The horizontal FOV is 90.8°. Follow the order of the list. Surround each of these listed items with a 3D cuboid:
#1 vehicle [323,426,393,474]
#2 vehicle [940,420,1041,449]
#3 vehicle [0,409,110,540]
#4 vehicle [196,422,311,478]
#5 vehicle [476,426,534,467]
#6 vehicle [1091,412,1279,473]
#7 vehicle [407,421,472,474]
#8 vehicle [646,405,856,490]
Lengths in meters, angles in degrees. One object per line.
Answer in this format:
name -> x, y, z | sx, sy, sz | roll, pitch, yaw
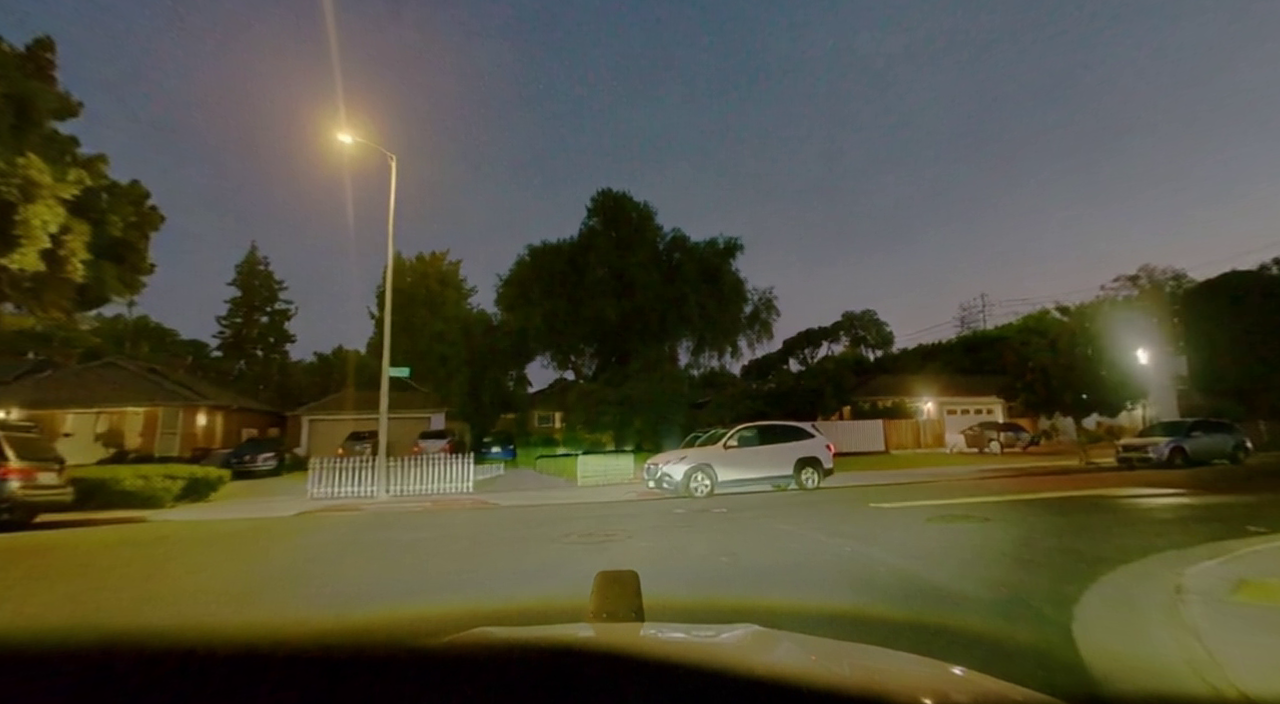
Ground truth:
vehicle -> -12.391, 4.356, 28.113 | 2.391, 1.894, 5.075 | 3, -10, -19
vehicle -> 20.028, 4.818, 36.321 | 1.967, 1.523, 4.619 | 6, -11, -32
vehicle -> -13.703, 2.210, 11.626 | 5.419, 2.292, 2.272 | 3, -8, -18
vehicle -> -15.748, 3.976, 25.598 | 5.475, 2.043, 2.307 | -8, -12, 41
vehicle -> -6.221, 4.330, 28.778 | 2.005, 1.699, 4.234 | 3, -10, -19
vehicle -> 18.159, 3.015, 21.096 | 5.179, 1.847, 2.219 | 2, -11, -19
vehicle -> -8.490, 4.049, 26.840 | 2.278, 1.969, 5.533 | 3, -9, -17
vehicle -> 2.808, 2.522, 16.460 | 4.919, 1.969, 2.104 | 3, -10, -14
